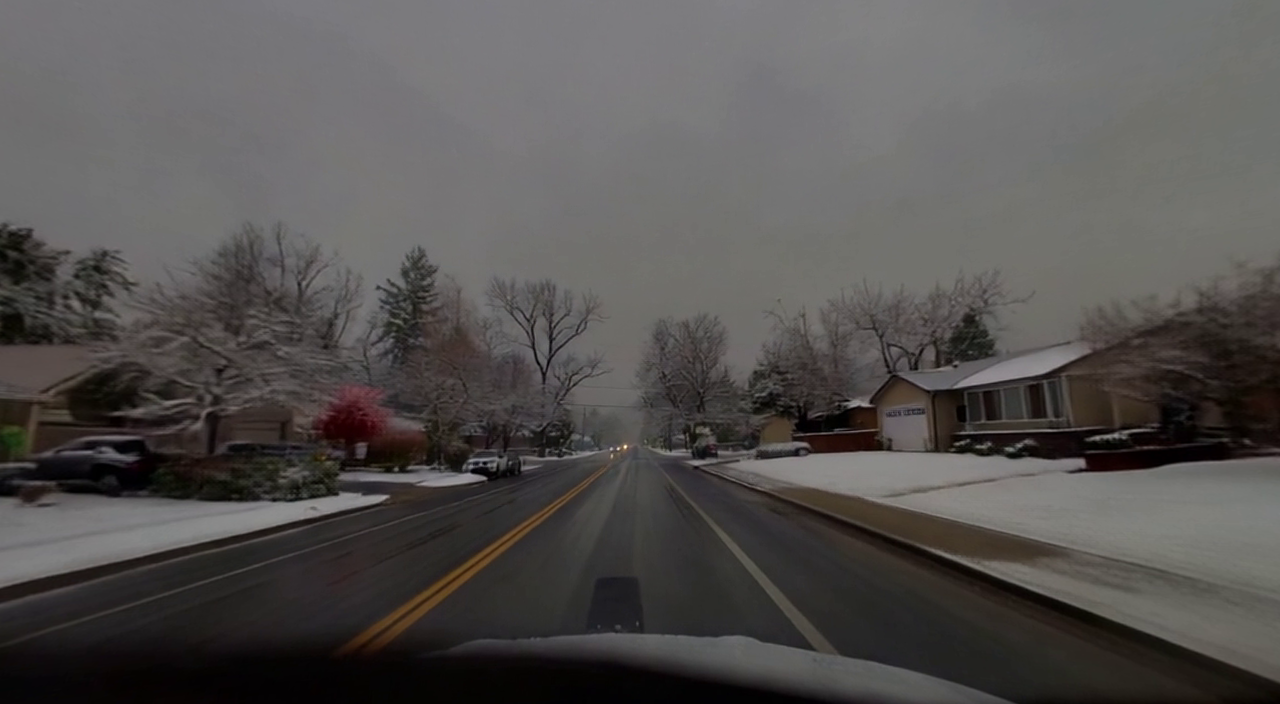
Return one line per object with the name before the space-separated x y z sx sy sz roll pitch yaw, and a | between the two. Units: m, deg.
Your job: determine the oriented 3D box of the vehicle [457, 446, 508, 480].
vehicle | -9.474 6.654 38.224 1.998 1.689 4.384 -4 -7 -2
